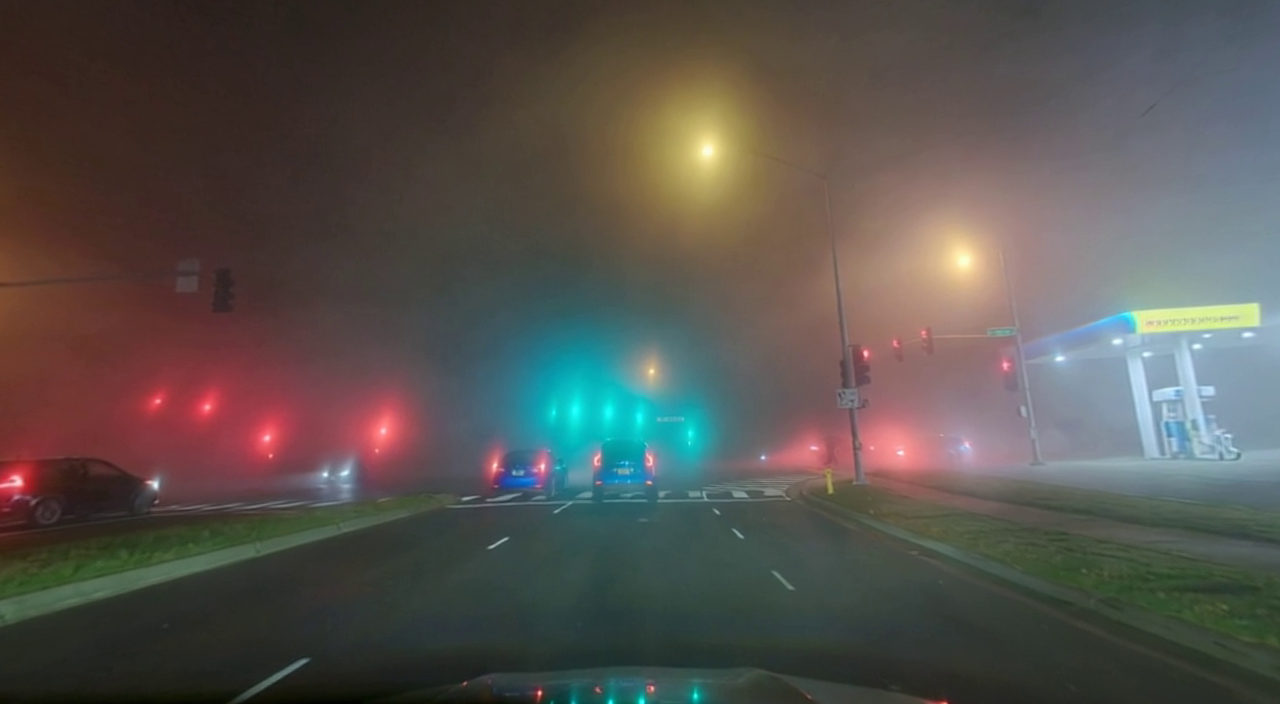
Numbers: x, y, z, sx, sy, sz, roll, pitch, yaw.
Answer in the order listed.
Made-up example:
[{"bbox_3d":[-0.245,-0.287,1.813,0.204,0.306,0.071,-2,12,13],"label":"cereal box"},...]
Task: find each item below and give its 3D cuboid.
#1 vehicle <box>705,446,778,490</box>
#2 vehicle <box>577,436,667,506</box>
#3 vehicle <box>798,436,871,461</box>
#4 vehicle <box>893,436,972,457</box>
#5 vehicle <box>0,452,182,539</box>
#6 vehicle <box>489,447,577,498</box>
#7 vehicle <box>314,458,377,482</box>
[{"bbox_3d":[3.902,4.275,23.664,1.976,1.462,4.342,-3,-9,18],"label":"vehicle"},{"bbox_3d":[-0.403,3.253,17.757,2.210,1.722,4.215,0,-8,1],"label":"vehicle"},{"bbox_3d":[13.828,6.899,45.107,4.524,1.681,1.823,0,-8,0],"label":"vehicle"},{"bbox_3d":[20.699,6.686,44.826,4.700,1.417,1.789,0,-8,2],"label":"vehicle"},{"bbox_3d":[-13.451,3.181,14.716,1.995,1.626,4.592,0,-8,2],"label":"vehicle"},{"bbox_3d":[-3.372,3.897,20.870,2.003,1.492,4.291,0,-8,2],"label":"vehicle"},{"bbox_3d":[-20.831,8.372,44.929,1.949,1.480,4.932,0,-8,2],"label":"vehicle"}]
